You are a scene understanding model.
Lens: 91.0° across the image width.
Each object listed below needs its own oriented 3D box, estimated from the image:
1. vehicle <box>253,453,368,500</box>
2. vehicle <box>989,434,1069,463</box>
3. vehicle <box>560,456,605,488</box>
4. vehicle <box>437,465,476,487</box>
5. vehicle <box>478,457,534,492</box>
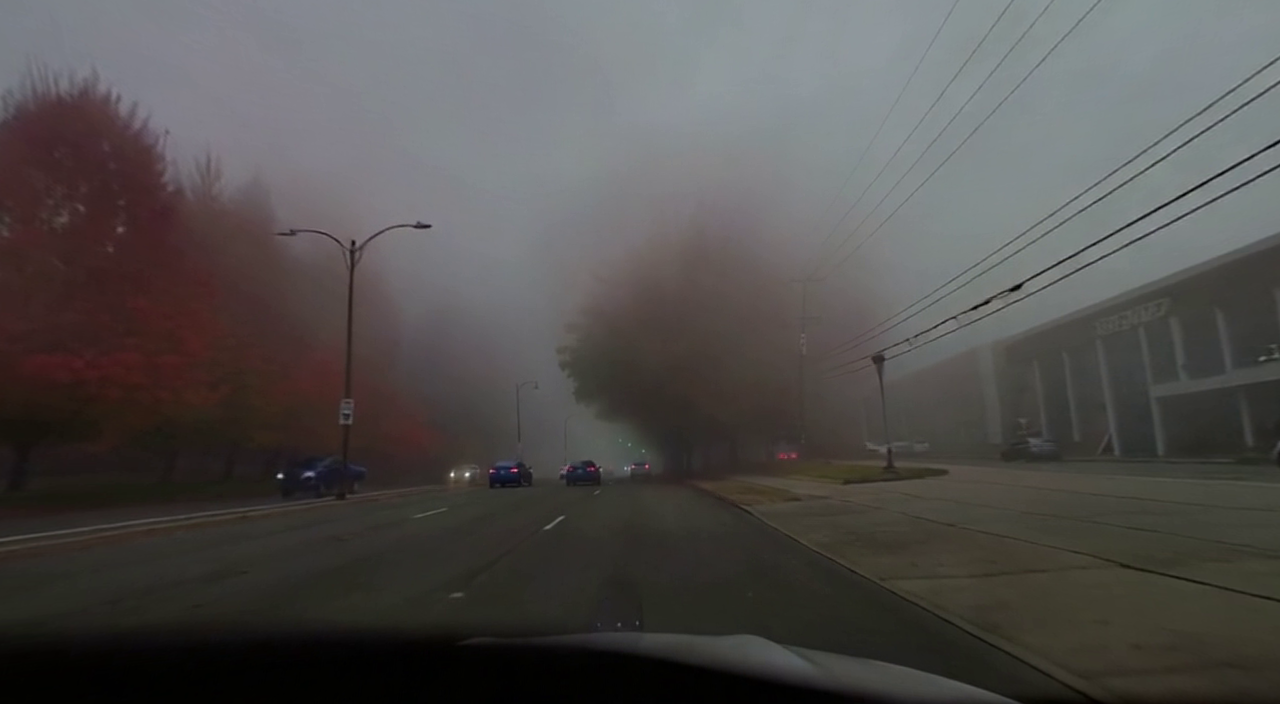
[{"bbox_3d":[-15.570,5.875,30.294,2.276,1.956,5.850,0,-9,1],"label":"vehicle"},{"bbox_3d":[22.109,5.544,36.058,1.884,1.532,4.745,0,-9,5],"label":"vehicle"},{"bbox_3d":[-3.271,6.950,36.730,2.085,1.663,4.513,0,-9,2],"label":"vehicle"},{"bbox_3d":[-14.259,9.629,49.223,1.909,1.502,4.355,1,-9,-3],"label":"vehicle"},{"bbox_3d":[-7.036,6.450,33.445,1.932,1.596,4.247,0,-9,1],"label":"vehicle"}]
